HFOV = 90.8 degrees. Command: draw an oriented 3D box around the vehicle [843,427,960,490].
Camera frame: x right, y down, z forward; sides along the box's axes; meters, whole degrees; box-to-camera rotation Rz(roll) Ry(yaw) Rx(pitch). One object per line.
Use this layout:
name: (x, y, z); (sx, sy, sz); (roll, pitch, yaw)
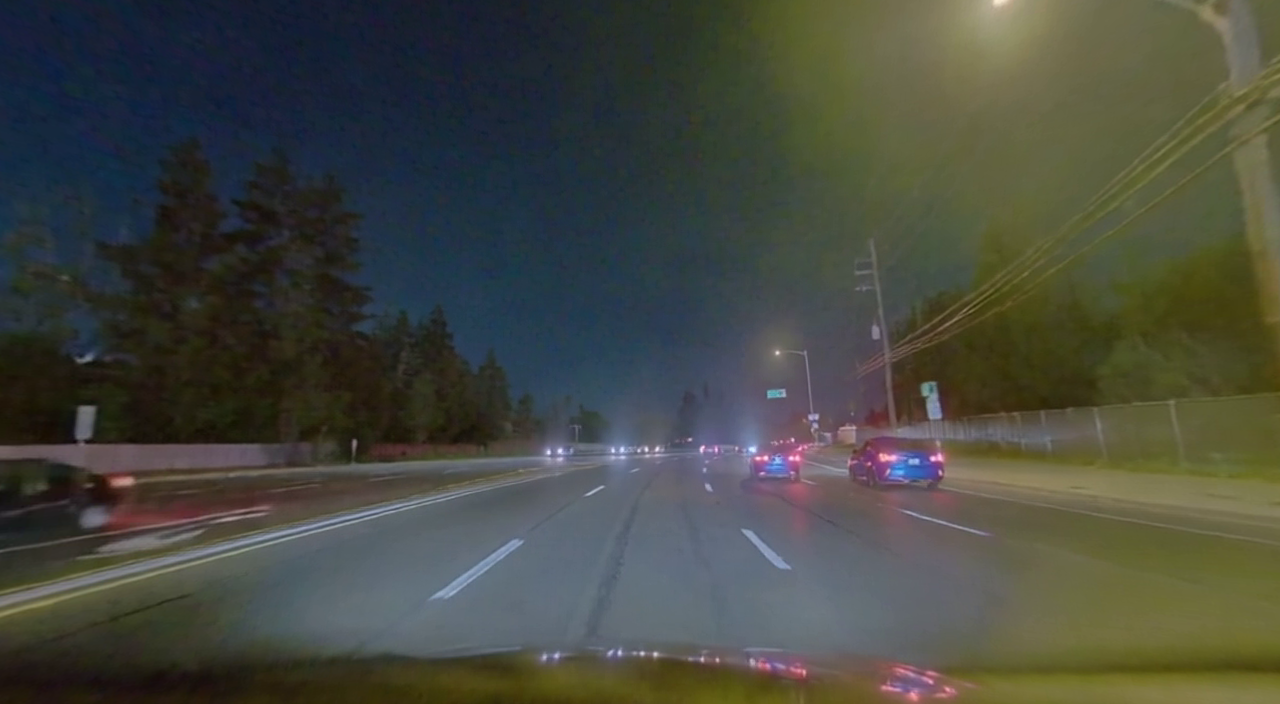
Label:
vehicle: (8.256, 3.410, 20.443); (2.029, 1.795, 4.371); (0, -9, 2)

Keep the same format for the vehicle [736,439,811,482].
vehicle: (4.867, 4.030, 23.748); (2.035, 1.460, 4.392); (-1, -8, 2)

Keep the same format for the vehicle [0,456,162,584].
vehicle: (-9.287, 2.245, 8.565); (2.107, 1.587, 4.514); (0, -9, -1)
